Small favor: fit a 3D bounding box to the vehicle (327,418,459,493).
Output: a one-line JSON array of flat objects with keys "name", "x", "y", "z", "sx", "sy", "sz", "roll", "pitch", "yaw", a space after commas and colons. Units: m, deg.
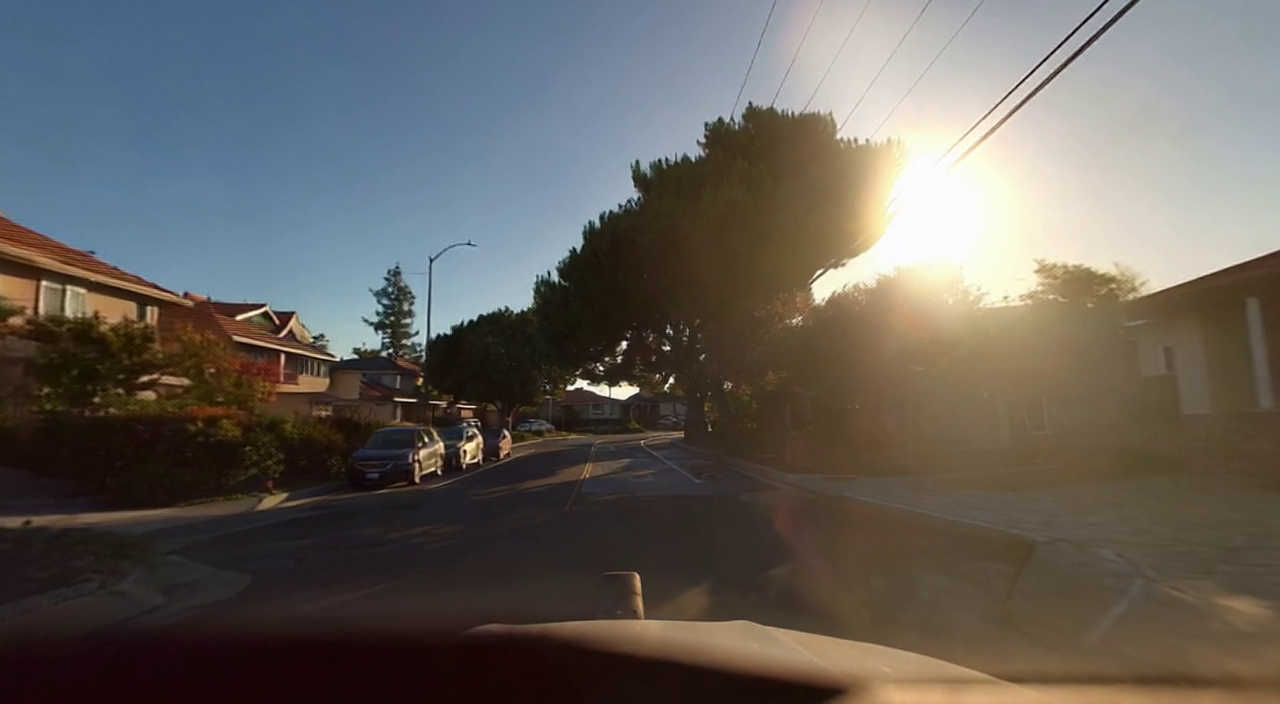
[{"name": "vehicle", "x": -6.549, "y": 2.776, "z": 17.310, "sx": 2.147, "sy": 1.780, "sz": 4.165, "roll": 0, "pitch": -8, "yaw": -4}]
